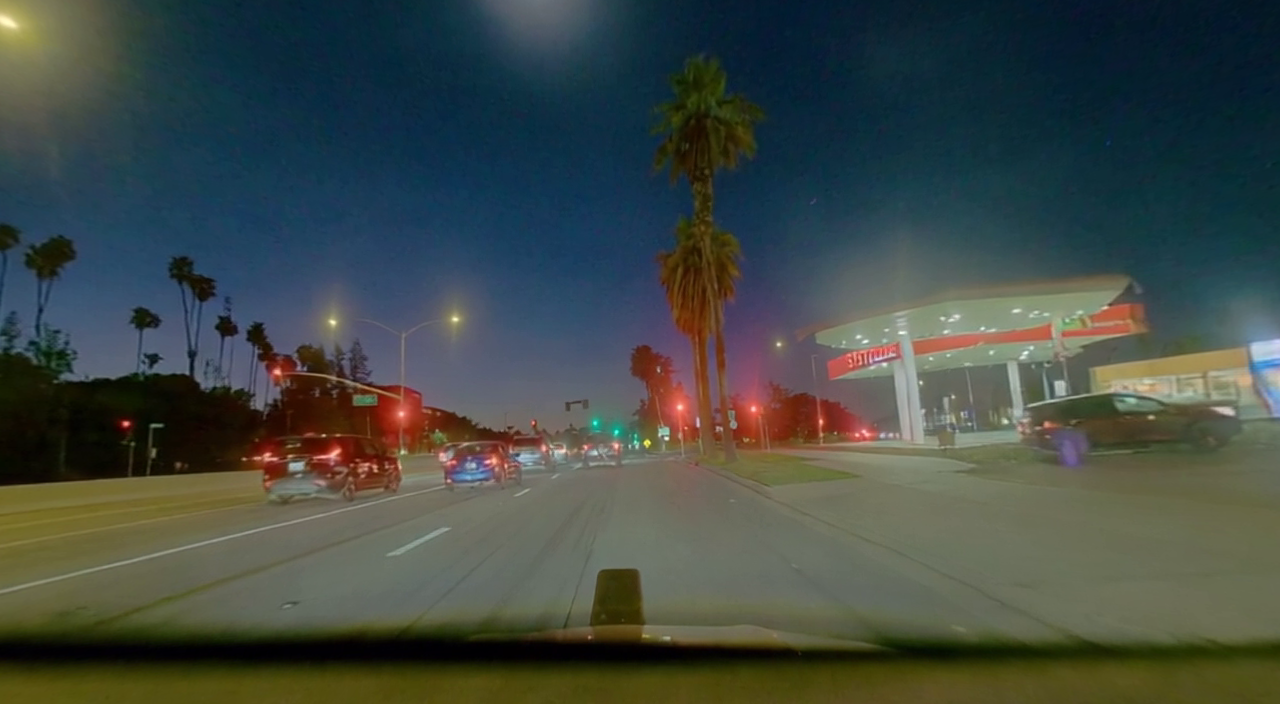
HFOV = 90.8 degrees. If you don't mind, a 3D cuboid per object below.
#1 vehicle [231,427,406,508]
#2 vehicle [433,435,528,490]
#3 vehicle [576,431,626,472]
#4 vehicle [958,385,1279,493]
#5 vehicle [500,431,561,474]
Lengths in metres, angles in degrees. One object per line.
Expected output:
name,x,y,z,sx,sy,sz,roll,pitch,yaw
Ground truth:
vehicle,-8.470,3.097,17.349,2.178,1.864,5.005,0,-9,-1
vehicle,-5.094,3.596,20.864,1.885,1.567,4.775,0,-9,0
vehicle,-1.741,4.671,29.747,2.153,1.759,4.320,0,-9,-1
vehicle,9.504,1.768,12.882,4.774,1.975,2.245,0,-9,-2
vehicle,-5.091,4.789,30.161,2.025,1.862,4.804,0,-9,0
